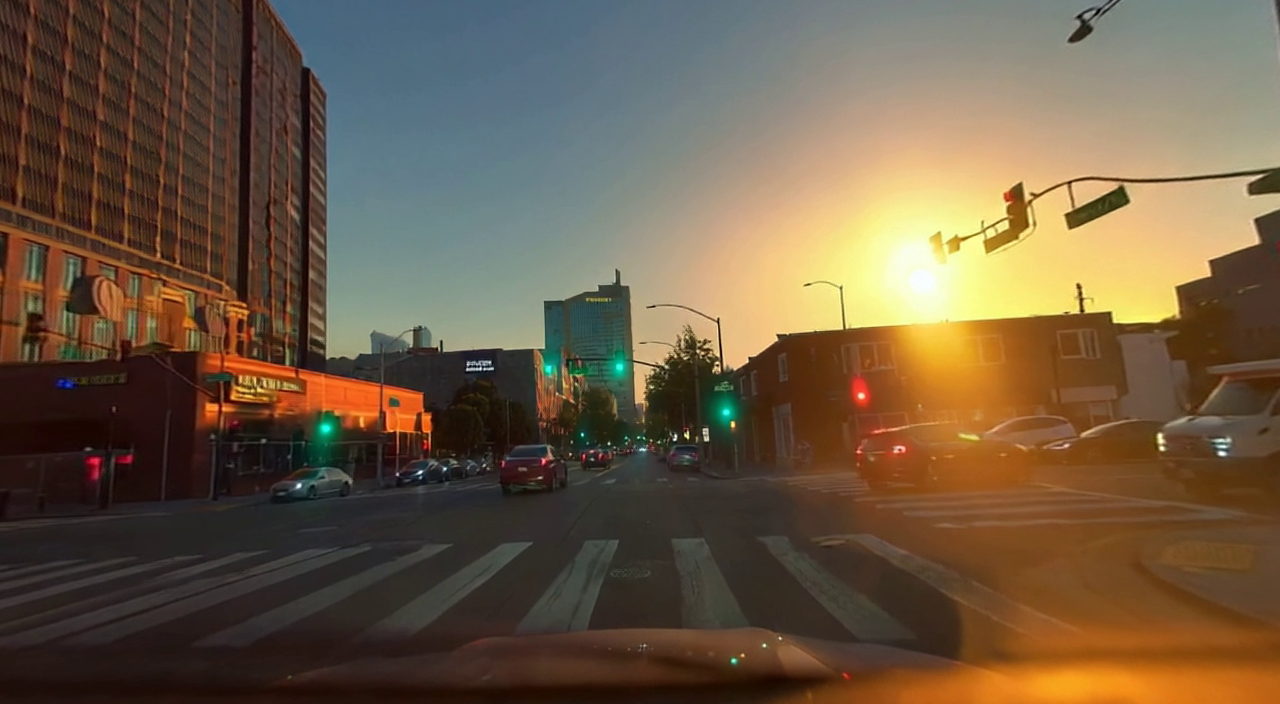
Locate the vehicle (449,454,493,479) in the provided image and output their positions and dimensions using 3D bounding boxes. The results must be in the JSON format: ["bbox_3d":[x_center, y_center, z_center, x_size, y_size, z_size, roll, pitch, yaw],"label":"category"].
[{"bbox_3d":[-11.980,8.095,44.919,1.933,1.628,3.973,0,-8,2],"label":"vehicle"}]

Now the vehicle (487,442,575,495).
[{"bbox_3d":[-3.298,3.593,19.834,1.973,1.496,3.713,0,-8,2],"label":"vehicle"}]

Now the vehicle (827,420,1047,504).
[{"bbox_3d":[6.348,2.264,13.351,4.540,1.480,2.153,6,-10,-35],"label":"vehicle"}]

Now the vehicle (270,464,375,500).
[{"bbox_3d":[-15.222,6.239,30.552,1.999,1.466,4.535,-2,-9,14],"label":"vehicle"}]

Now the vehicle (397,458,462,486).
[{"bbox_3d":[-12.309,7.042,37.131,1.934,1.434,4.636,-1,-8,4],"label":"vehicle"}]

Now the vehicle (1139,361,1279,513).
[{"bbox_3d":[11.968,1.380,10.321,5.523,2.219,2.251,0,-8,1],"label":"vehicle"}]

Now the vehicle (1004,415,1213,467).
[{"bbox_3d":[14.093,2.711,19.187,4.801,1.497,1.895,0,-8,0],"label":"vehicle"}]

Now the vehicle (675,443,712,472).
[{"bbox_3d":[3.395,6.826,40.970,1.924,1.765,3.954,0,-8,-2],"label":"vehicle"}]

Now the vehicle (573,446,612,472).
[{"bbox_3d":[-2.858,6.590,38.984,1.916,1.487,4.535,0,-8,2],"label":"vehicle"}]
